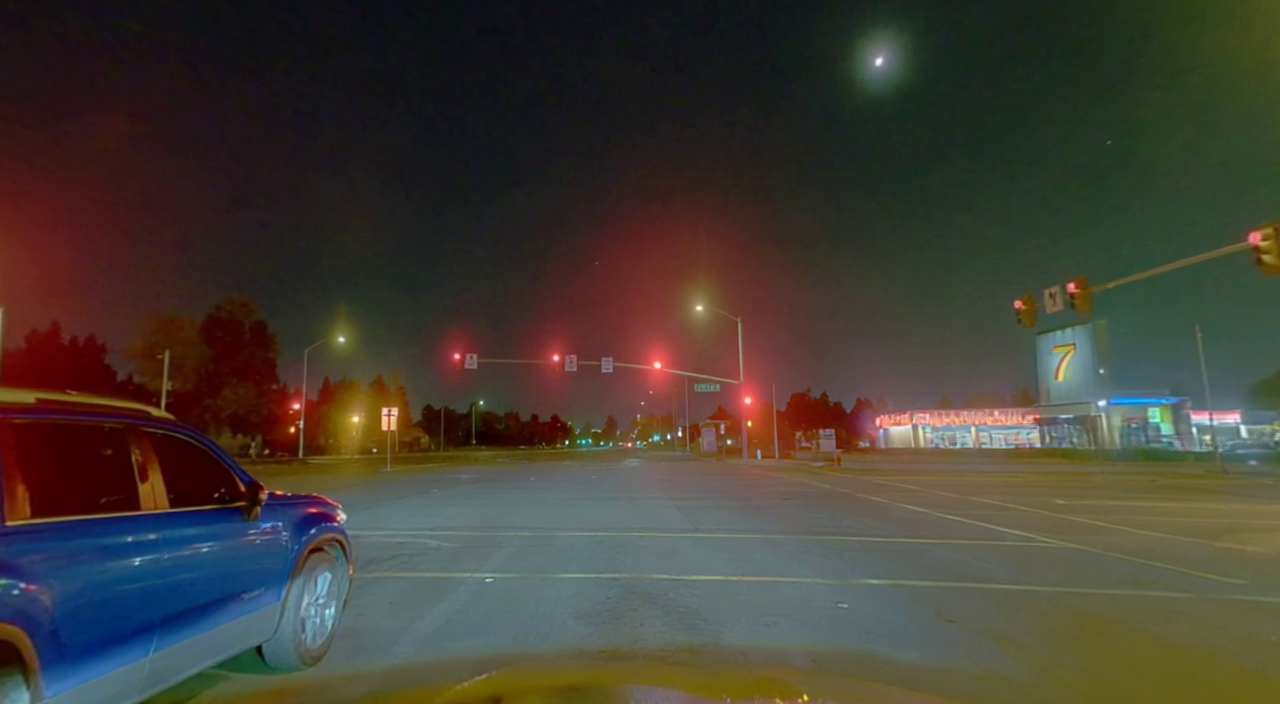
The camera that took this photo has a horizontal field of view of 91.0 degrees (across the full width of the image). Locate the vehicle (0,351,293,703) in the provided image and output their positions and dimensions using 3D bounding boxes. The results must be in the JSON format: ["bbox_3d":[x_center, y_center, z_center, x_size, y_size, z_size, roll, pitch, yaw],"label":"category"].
[{"bbox_3d":[-3.426,0.805,2.046,2.053,1.690,4.364,0,-9,1],"label":"vehicle"}]

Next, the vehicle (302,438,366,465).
[{"bbox_3d":[-20.472,6.708,42.327,2.004,1.699,4.486,0,-9,1],"label":"vehicle"}]
